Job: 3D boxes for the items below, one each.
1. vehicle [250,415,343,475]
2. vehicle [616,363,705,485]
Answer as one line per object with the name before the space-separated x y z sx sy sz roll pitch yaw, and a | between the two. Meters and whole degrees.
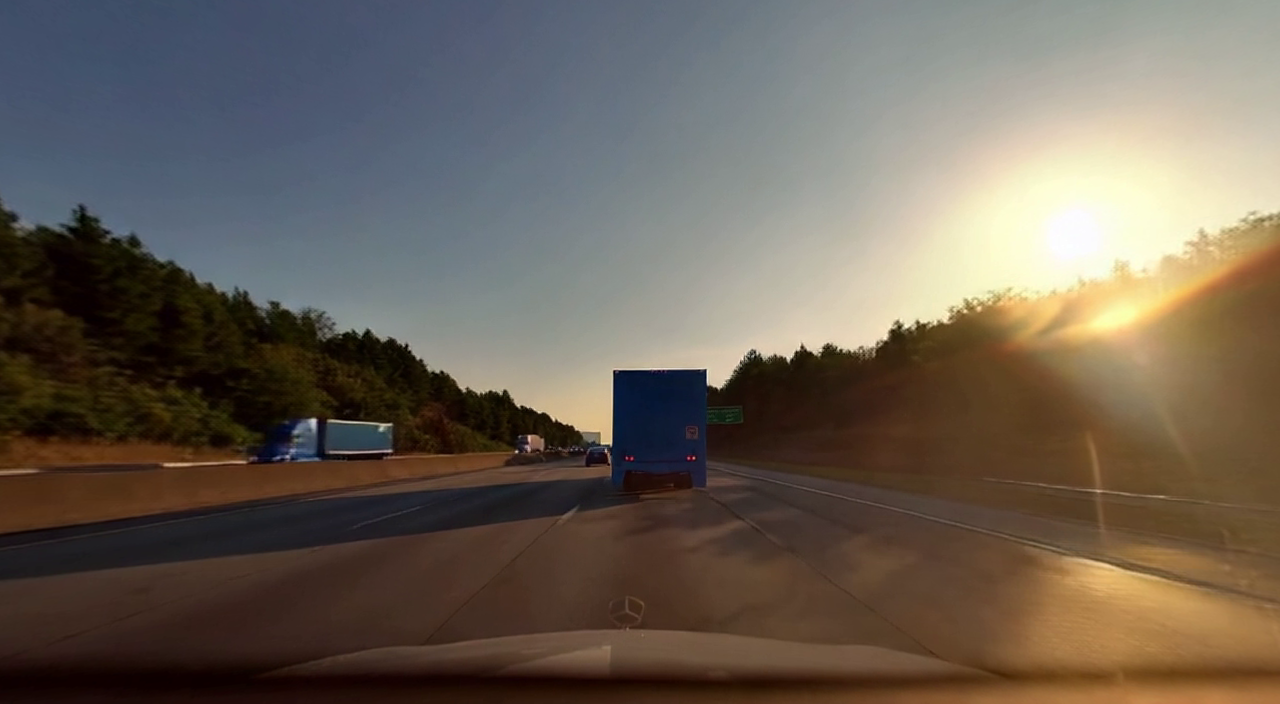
vehicle | -24.126 6.584 44.671 3.130 3.940 5.958 0 -9 0
vehicle | 0.610 3.119 25.713 2.898 3.973 10.063 0 -9 -1
